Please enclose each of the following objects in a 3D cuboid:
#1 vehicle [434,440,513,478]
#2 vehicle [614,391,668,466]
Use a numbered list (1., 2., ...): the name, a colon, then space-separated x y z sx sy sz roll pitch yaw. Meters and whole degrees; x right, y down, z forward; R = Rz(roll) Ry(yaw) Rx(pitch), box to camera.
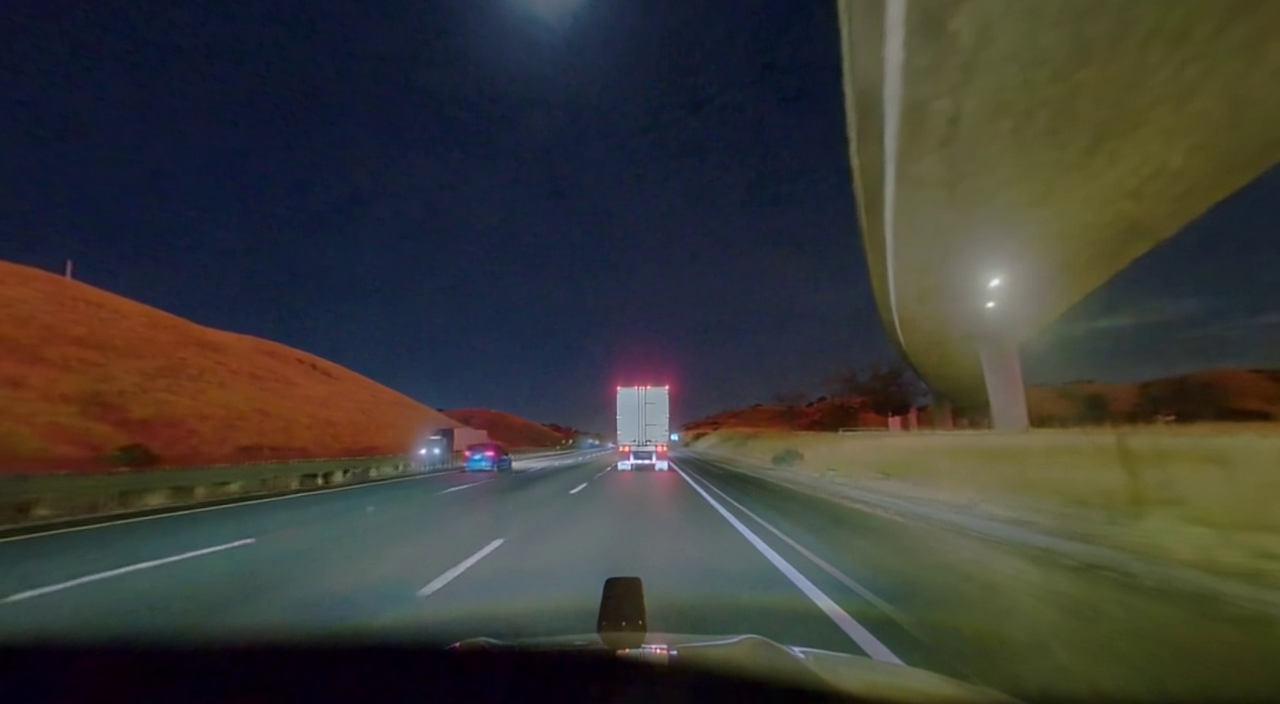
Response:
1. vehicle: -7.055 4.597 27.291 2.078 1.496 4.563 0 -8 1
2. vehicle: 0.040 4.965 39.604 2.866 4.014 11.261 0 -8 0
